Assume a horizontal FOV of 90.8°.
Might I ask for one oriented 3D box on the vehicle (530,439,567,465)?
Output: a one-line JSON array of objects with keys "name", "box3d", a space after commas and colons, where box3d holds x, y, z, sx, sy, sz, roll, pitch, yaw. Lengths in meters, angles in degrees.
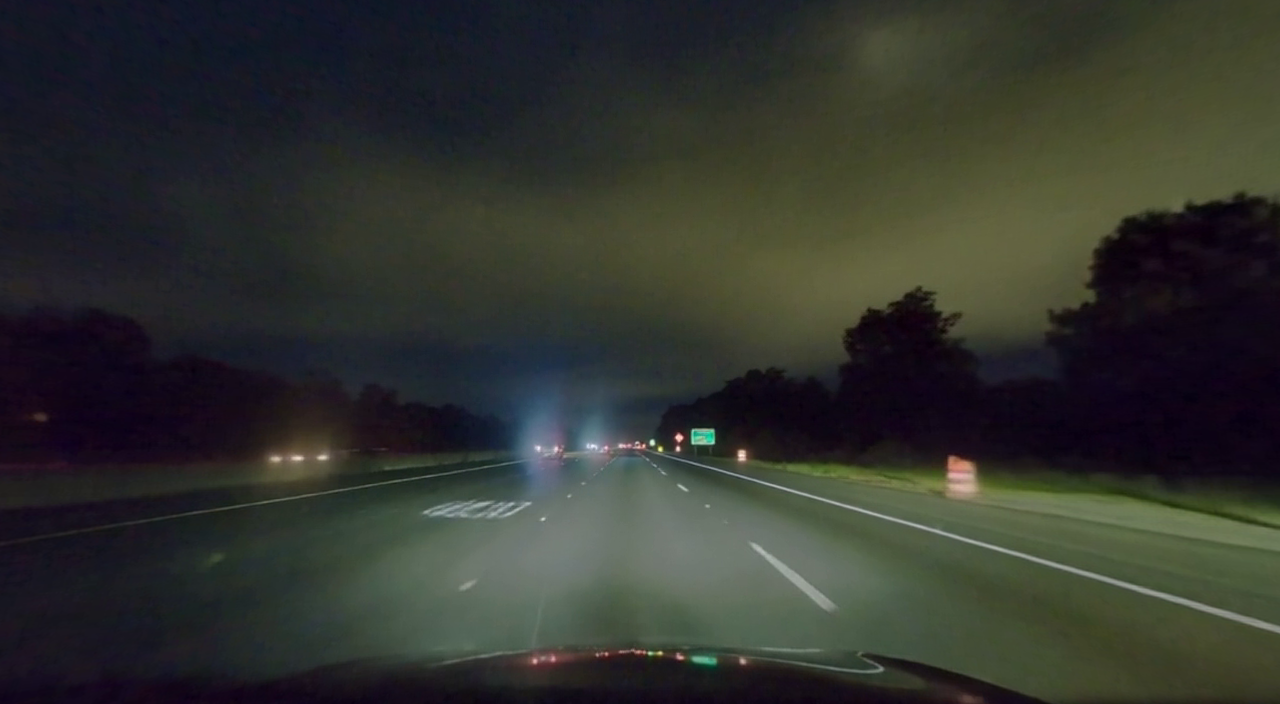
[{"name": "vehicle", "box3d": [-6.583, 7.267, 45.800, 2.036, 1.758, 4.529, 0, -9, 0]}]
